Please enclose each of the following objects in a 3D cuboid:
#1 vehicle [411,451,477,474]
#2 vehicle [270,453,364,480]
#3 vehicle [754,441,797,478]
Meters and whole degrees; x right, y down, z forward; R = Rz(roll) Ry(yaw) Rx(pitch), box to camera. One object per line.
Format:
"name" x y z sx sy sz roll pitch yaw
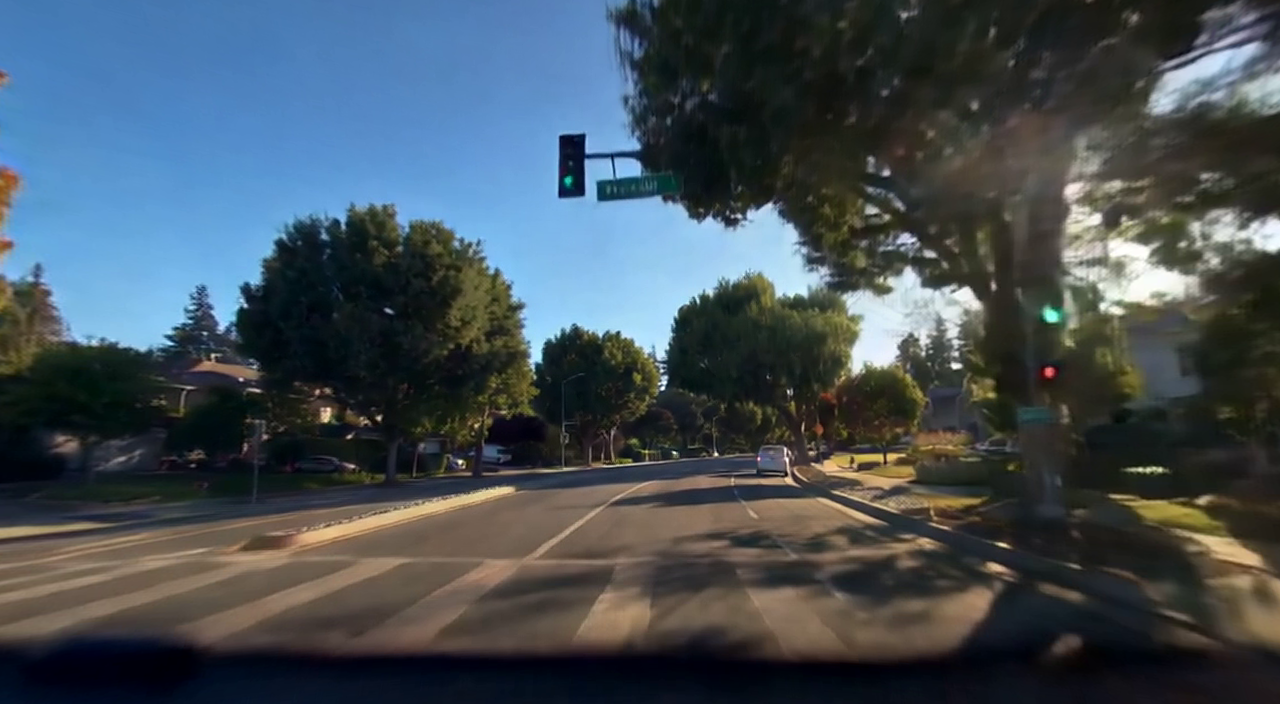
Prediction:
"vehicle" -14.395 8.084 46.383 4.284 1.549 1.828 -3 -9 17
"vehicle" -18.942 6.698 37.133 4.658 1.482 1.879 -2 -9 11
"vehicle" 7.005 5.550 32.902 1.989 1.782 4.351 -2 -9 10
